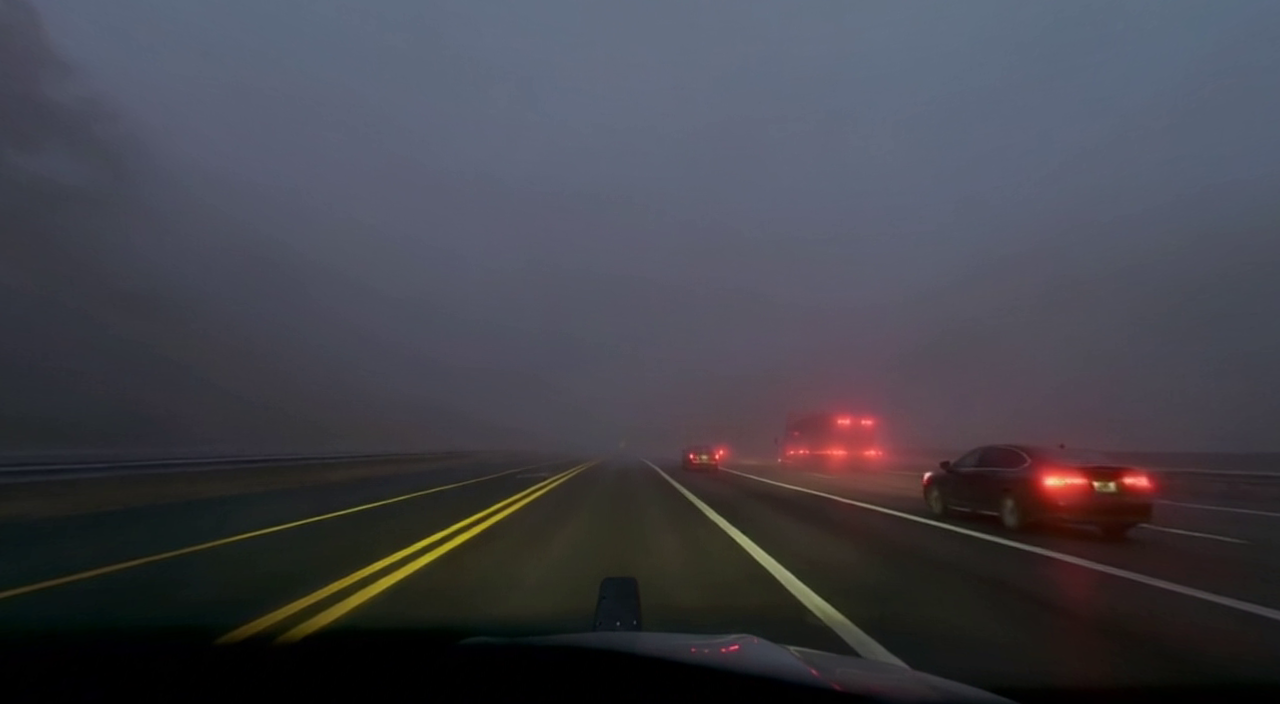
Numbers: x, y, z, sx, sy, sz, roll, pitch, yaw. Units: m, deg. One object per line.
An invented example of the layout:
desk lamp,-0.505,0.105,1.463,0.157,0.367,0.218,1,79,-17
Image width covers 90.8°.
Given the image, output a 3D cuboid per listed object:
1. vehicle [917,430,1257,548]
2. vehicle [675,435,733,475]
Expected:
vehicle,6.870,2.126,10.664,2.046,1.509,4.929,0,-8,-1
vehicle,2.992,4.935,30.586,2.141,1.785,4.778,0,-8,-2
